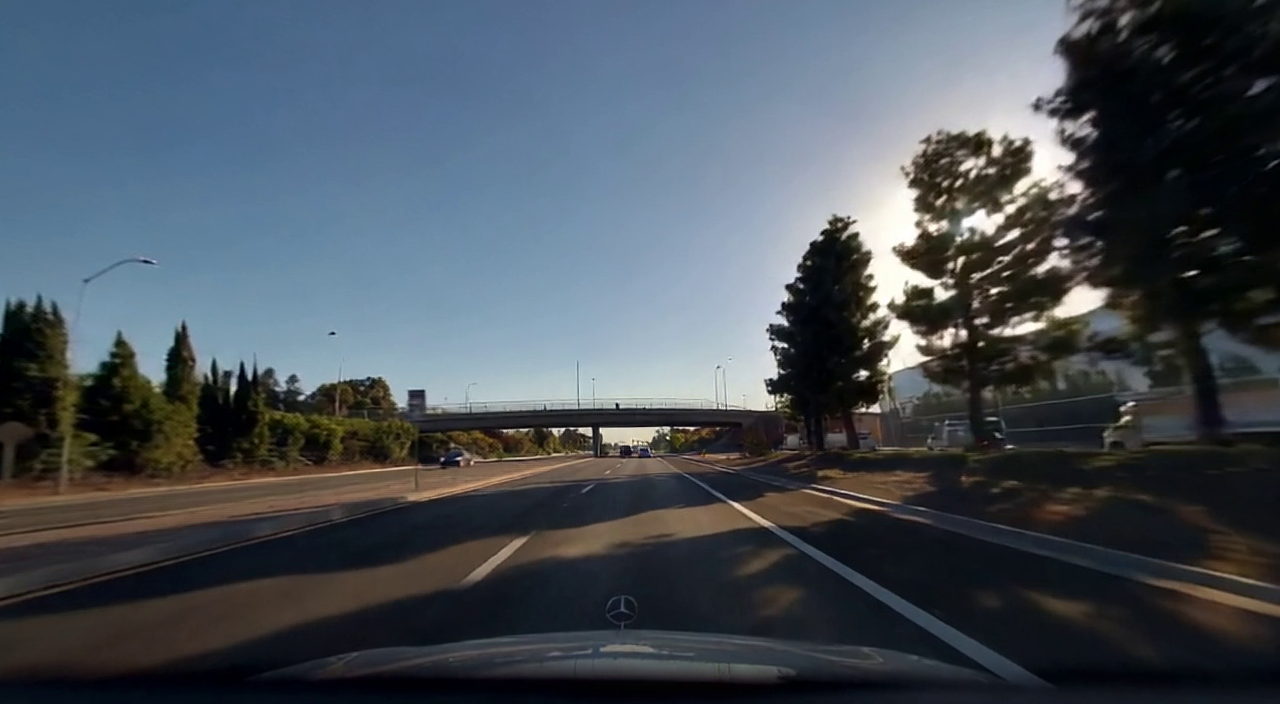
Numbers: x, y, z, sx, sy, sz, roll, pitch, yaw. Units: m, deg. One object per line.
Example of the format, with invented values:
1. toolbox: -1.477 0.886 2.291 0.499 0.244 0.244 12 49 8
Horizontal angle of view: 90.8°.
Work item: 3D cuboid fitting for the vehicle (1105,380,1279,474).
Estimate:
1. vehicle: 30.133 3.886 32.068 2.914 4.132 13.954 -3 -8 3
